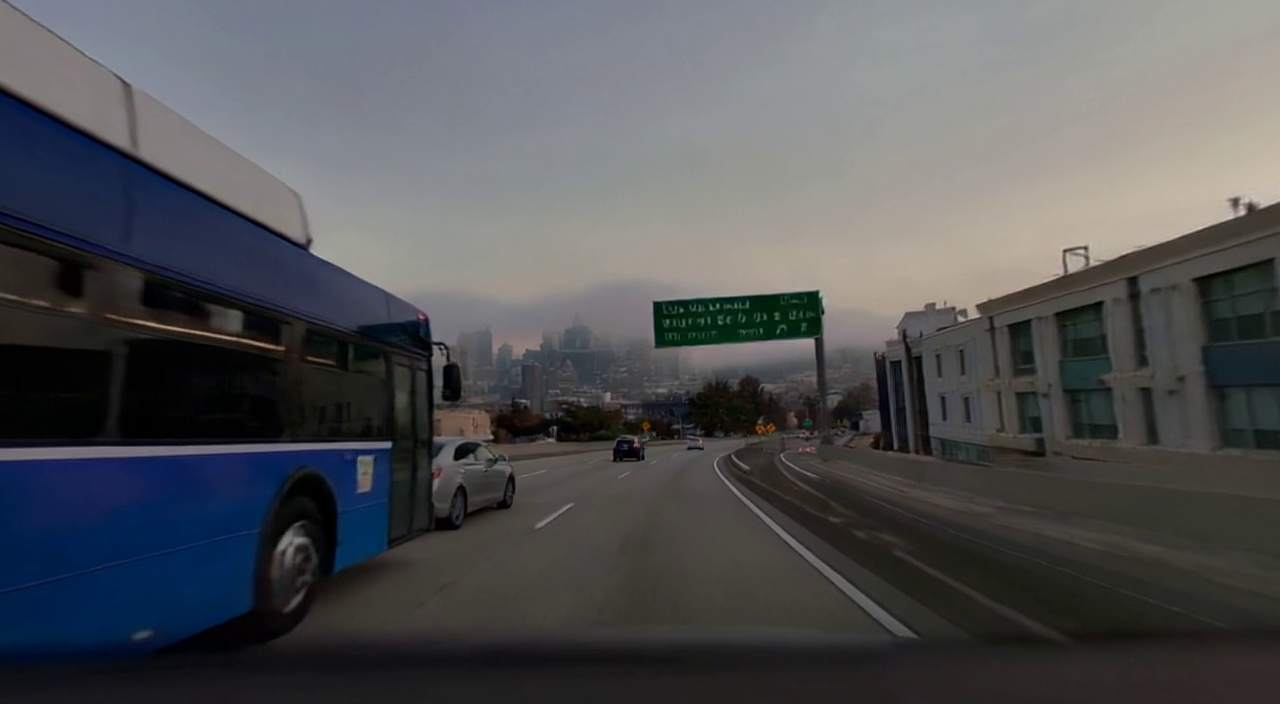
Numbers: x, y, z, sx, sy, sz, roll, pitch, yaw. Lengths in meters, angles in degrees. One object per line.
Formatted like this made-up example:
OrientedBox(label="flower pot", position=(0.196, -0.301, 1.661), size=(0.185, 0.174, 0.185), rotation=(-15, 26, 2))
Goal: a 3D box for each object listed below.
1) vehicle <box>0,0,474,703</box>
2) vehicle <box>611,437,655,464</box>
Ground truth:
OrientedBox(label="vehicle", position=(-3.300, 0.153, 2.333), size=(2.888, 2.944, 8.373), rotation=(-1, -9, 2))
OrientedBox(label="vehicle", position=(-0.329, 5.714, 36.655), size=(1.928, 1.455, 4.361), rotation=(-2, -9, 8))
